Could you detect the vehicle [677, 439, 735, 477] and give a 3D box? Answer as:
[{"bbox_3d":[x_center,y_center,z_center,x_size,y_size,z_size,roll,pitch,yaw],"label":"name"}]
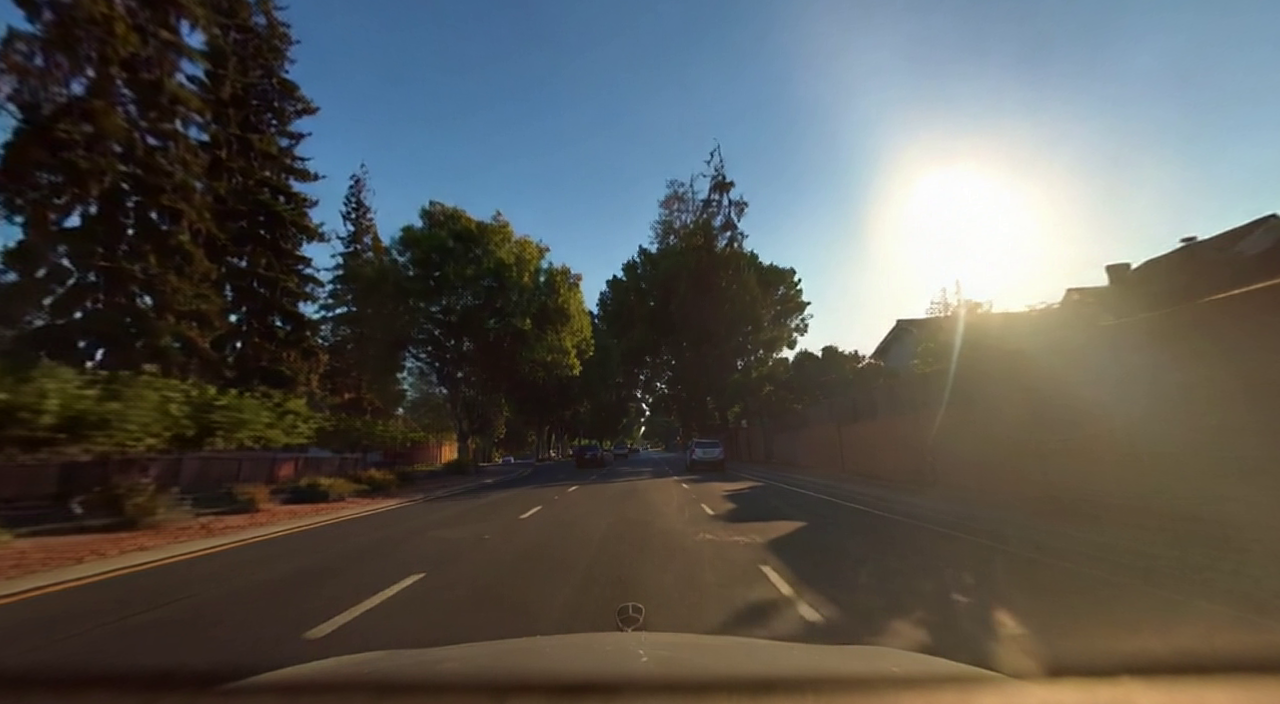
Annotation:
[{"bbox_3d":[3.117,5.143,30.898,2.321,1.695,5.037,0,-8,1],"label":"vehicle"}]
